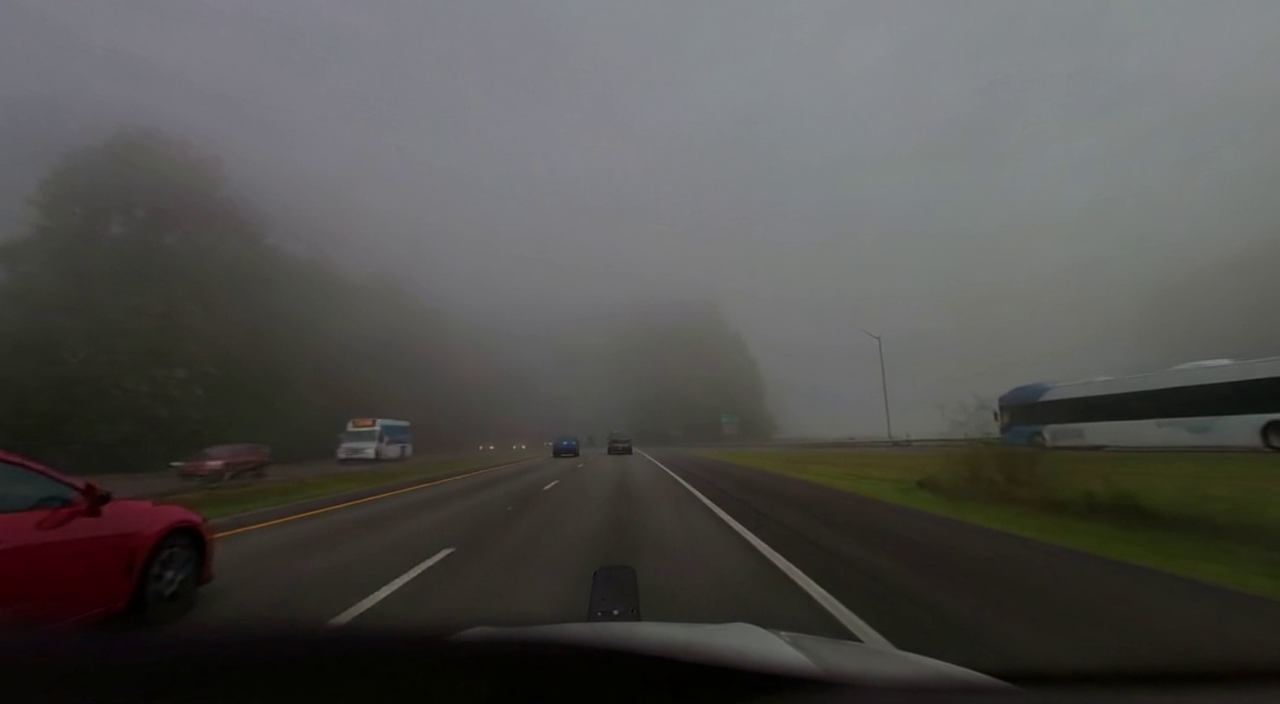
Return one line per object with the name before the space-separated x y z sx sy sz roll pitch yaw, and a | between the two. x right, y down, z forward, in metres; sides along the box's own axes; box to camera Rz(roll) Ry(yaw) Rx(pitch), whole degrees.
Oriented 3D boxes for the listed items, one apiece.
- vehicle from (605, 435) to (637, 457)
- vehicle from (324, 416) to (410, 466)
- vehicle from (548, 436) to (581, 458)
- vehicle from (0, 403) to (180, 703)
vehicle | -1.315 6.524 43.991 2.162 1.460 4.242 0 -8 -1
vehicle | -17.628 5.822 41.243 2.612 2.975 6.965 0 -8 -1
vehicle | -5.151 6.509 43.502 1.907 1.445 4.049 0 -8 -2
vehicle | -4.041 0.863 2.077 1.958 1.477 4.121 0 -8 -1
